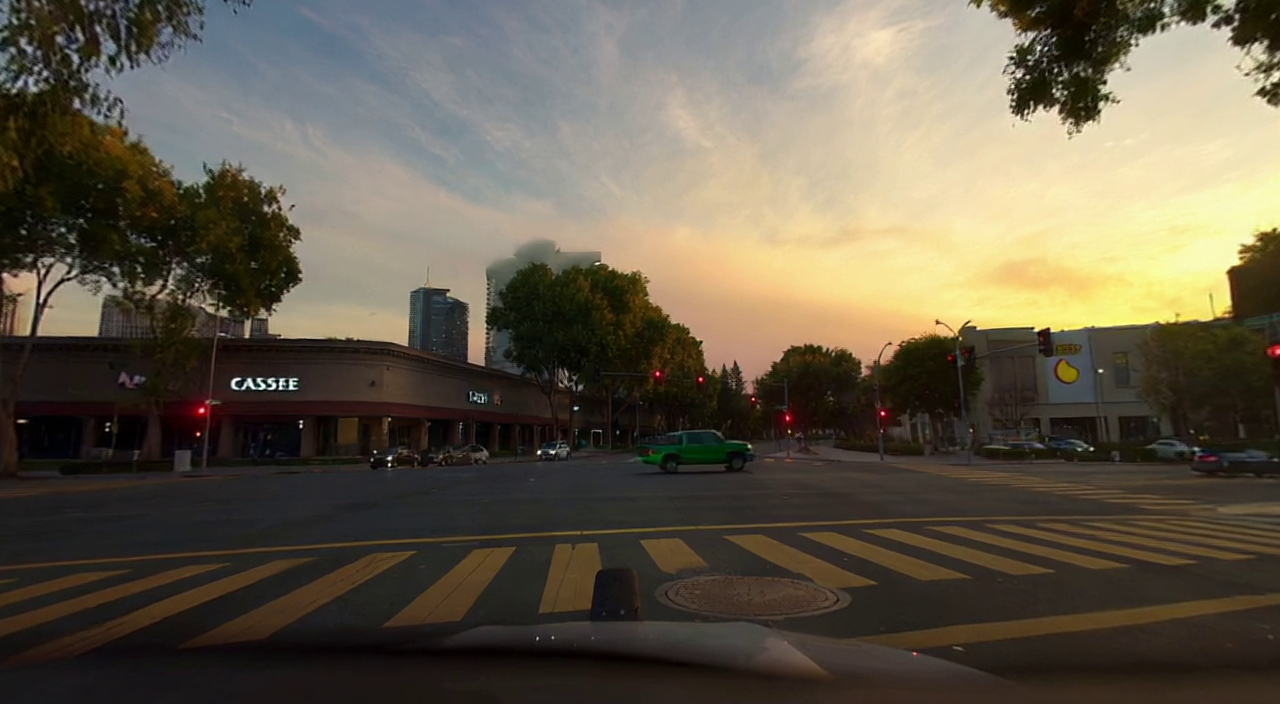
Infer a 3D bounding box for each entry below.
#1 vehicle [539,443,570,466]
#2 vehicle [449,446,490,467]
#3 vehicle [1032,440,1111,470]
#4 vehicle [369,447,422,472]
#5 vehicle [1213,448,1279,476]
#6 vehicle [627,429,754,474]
[{"bbox_3d":[-6.044,7.125,44.105,1.879,1.464,4.457,2,-9,-11],"label":"vehicle"},{"bbox_3d":[-12.620,7.761,47.096,1.946,1.474,4.008,0,-9,0],"label":"vehicle"},{"bbox_3d":[26.349,6.271,38.554,4.541,1.731,2.007,5,-10,-28],"label":"vehicle"},{"bbox_3d":[-16.249,7.137,42.228,1.883,1.586,4.297,0,-9,0],"label":"vehicle"},{"bbox_3d":[34.787,6.164,35.695,4.658,1.478,1.946,4,-10,-27],"label":"vehicle"},{"bbox_3d":[2.335,4.758,30.263,5.667,1.927,2.289,-6,-11,36],"label":"vehicle"}]
